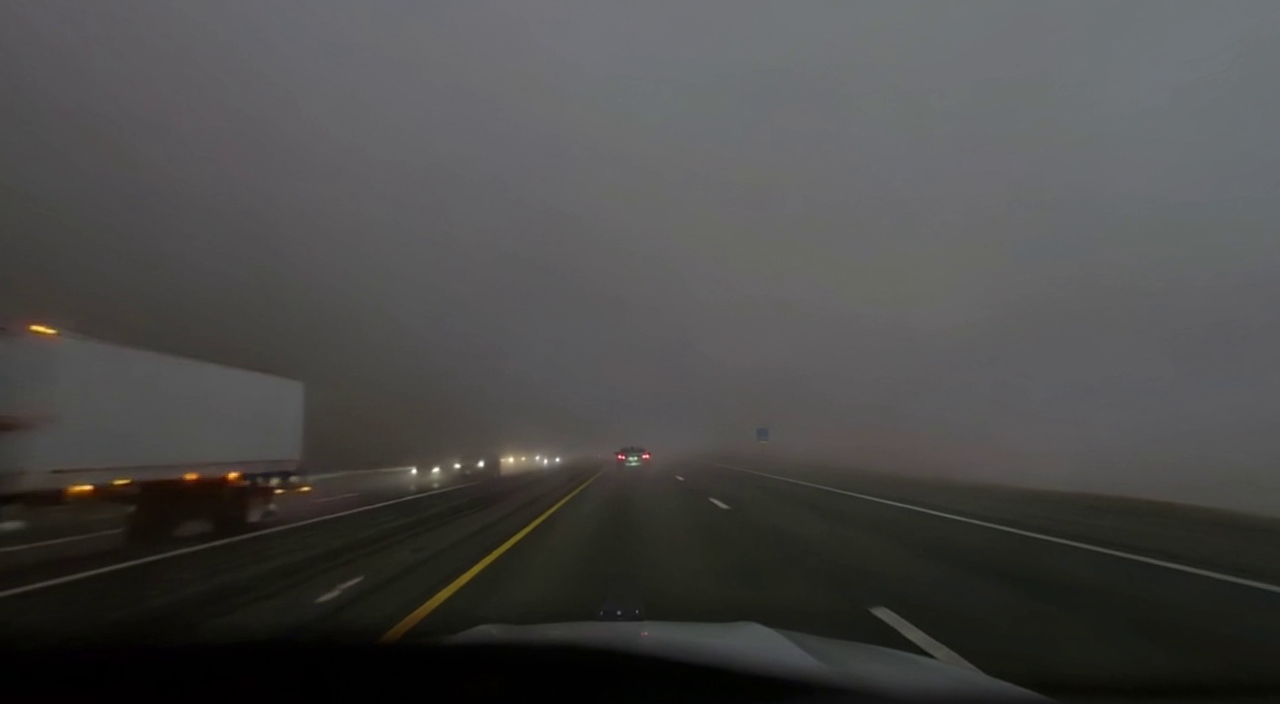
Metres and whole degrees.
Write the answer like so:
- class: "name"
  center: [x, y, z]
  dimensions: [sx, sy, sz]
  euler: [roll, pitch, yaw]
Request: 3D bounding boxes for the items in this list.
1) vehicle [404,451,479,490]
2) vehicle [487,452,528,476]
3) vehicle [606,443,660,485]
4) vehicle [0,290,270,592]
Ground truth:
- class: "vehicle"
  center: [-8.901, 5.320, 28.482]
  dimensions: [1.923, 1.545, 4.492]
  euler: [0, -9, 0]
- class: "vehicle"
  center: [-8.812, 7.448, 42.005]
  dimensions: [1.873, 1.488, 4.057]
  euler: [0, -9, 0]
- class: "vehicle"
  center: [-0.279, 4.411, 24.945]
  dimensions: [1.971, 1.518, 4.108]
  euler: [0, -9, -1]
- class: "vehicle"
  center: [-8.651, 1.241, 8.556]
  dimensions: [2.739, 3.387, 7.184]
  euler: [0, -9, 0]
